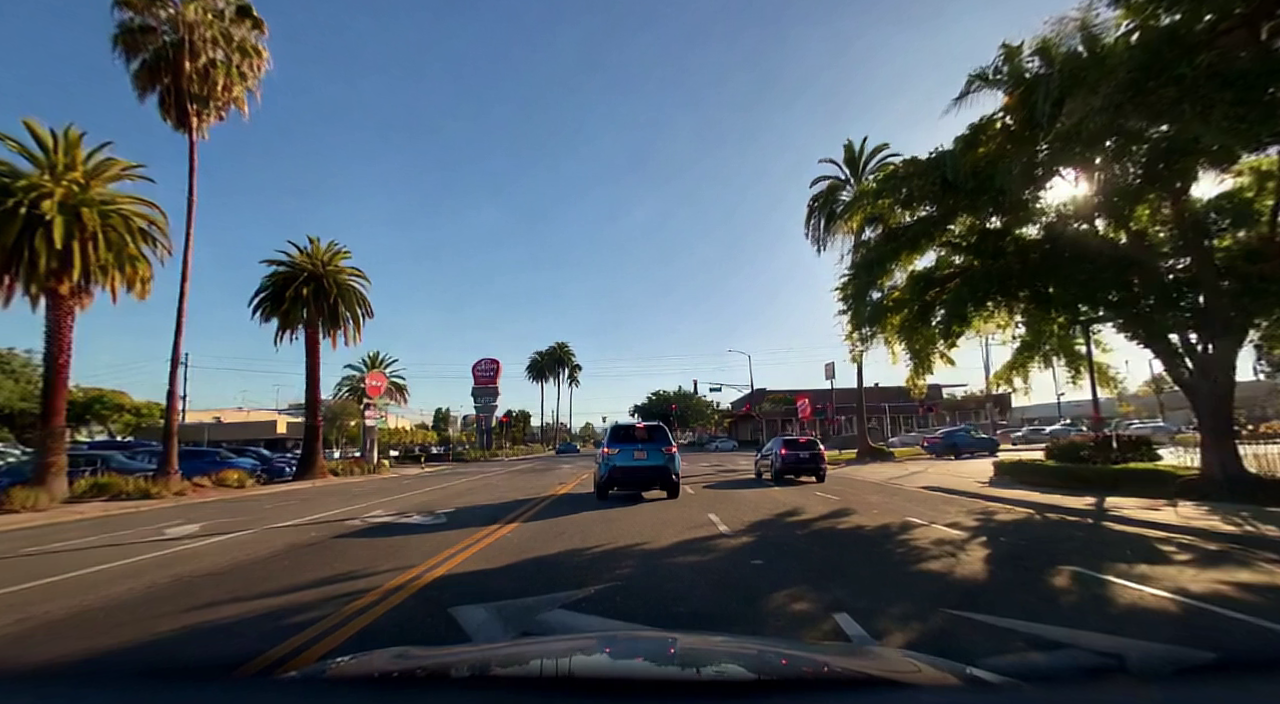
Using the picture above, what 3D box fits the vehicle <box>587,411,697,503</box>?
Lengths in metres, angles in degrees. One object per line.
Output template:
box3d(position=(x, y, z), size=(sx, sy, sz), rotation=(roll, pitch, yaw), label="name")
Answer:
box3d(position=(-0.144, 2.588, 15.935), size=(2.263, 1.932, 4.709), rotation=(1, -8, -6), label="vehicle")

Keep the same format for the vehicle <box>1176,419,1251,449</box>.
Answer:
box3d(position=(29.687, 4.285, 32.862), size=(1.869, 1.427, 4.687), rotation=(-5, -10, 30), label="vehicle")

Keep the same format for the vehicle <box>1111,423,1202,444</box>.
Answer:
box3d(position=(37.562, 5.972, 46.082), size=(4.677, 1.478, 1.821), rotation=(-4, -9, 24), label="vehicle")

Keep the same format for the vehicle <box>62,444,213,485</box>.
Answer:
box3d(position=(-19.648, 4.395, 24.847), size=(4.370, 1.504, 1.864), rotation=(0, -8, 2), label="vehicle")

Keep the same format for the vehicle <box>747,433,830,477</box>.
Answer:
box3d(position=(5.791, 4.087, 25.273), size=(2.086, 1.560, 4.542), rotation=(0, -8, -2), label="vehicle")

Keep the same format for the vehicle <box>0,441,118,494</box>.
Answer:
box3d(position=(-19.442, 3.547, 19.628), size=(4.415, 1.547, 2.257), rotation=(0, -8, 0), label="vehicle")

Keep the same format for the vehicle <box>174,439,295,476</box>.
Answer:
box3d(position=(-19.313, 5.019, 30.222), size=(4.510, 1.682, 1.902), rotation=(0, -8, 2), label="vehicle")
